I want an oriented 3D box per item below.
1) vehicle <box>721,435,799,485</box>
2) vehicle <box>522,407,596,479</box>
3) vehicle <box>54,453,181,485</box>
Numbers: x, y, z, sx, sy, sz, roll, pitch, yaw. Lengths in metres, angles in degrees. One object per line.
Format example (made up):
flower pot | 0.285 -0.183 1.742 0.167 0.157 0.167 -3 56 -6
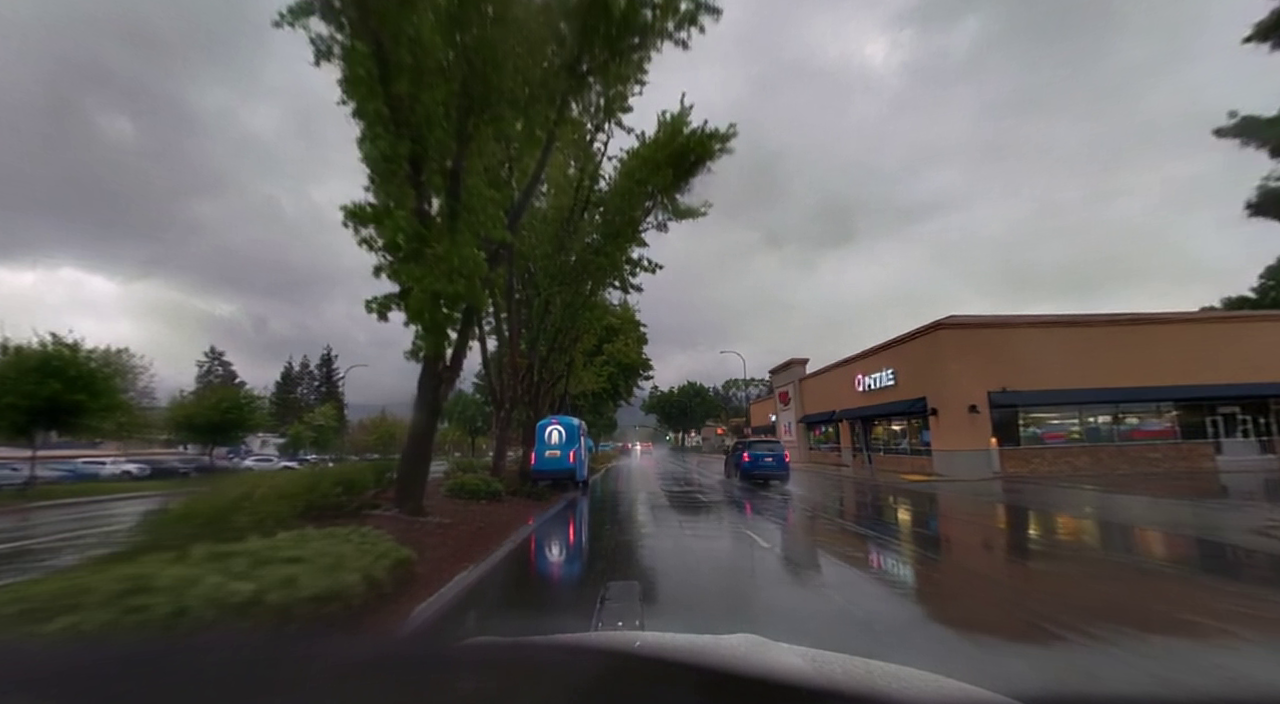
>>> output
vehicle | 4.207 3.871 22.909 1.869 1.646 4.166 0 -9 -2
vehicle | -3.354 3.973 27.610 2.443 2.784 5.862 0 -9 0
vehicle | -31.915 7.149 38.881 5.692 1.725 2.144 5 -10 -33
